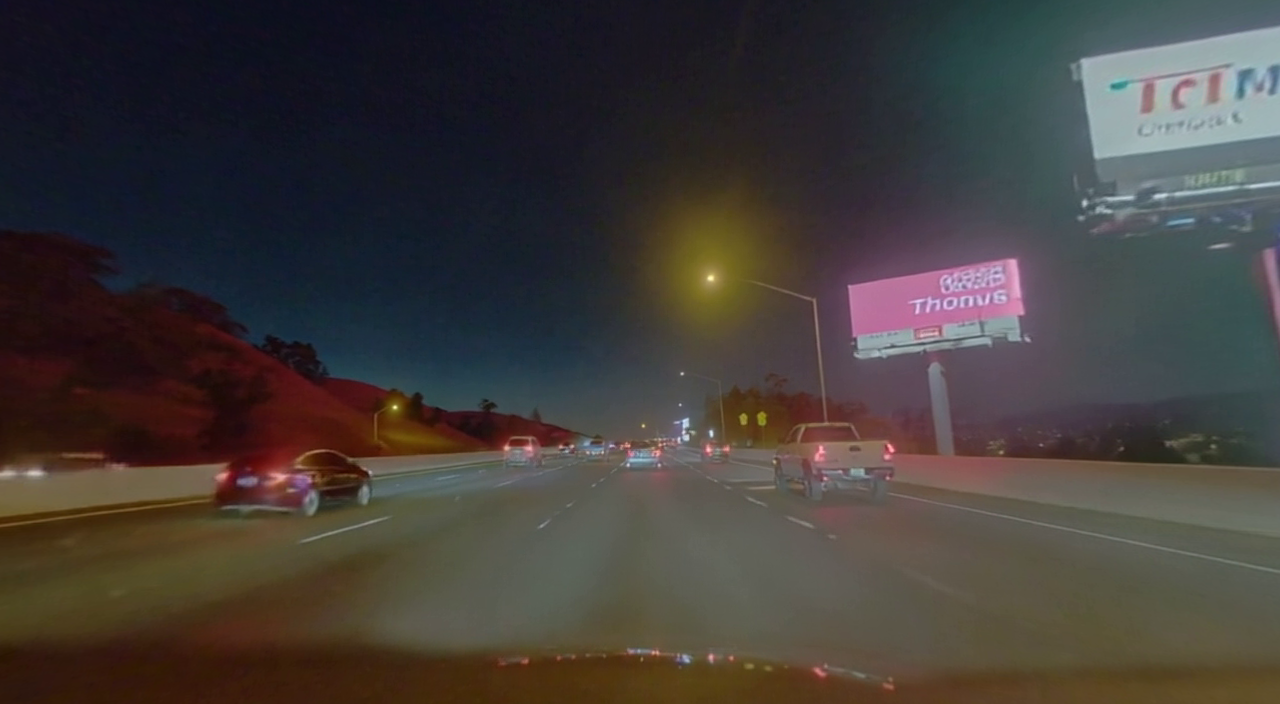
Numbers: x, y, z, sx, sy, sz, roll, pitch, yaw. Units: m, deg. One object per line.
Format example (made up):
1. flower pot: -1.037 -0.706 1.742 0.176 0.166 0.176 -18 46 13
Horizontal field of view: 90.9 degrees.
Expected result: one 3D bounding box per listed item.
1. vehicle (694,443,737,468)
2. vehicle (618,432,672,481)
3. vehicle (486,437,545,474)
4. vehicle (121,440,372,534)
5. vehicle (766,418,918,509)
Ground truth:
1. vehicle: 4.622 6.360 39.050 1.998 1.456 4.338 0 -8 -2
2. vehicle: 0.178 4.251 25.917 2.052 1.808 3.898 0 -8 -1
3. vehicle: -6.534 5.490 33.698 2.160 1.799 5.001 0 -8 0
4. vehicle: -7.398 2.537 12.657 1.916 1.482 4.908 0 -8 0
5. vehicle: 4.669 2.651 15.461 2.029 1.859 4.669 0 -8 -2
